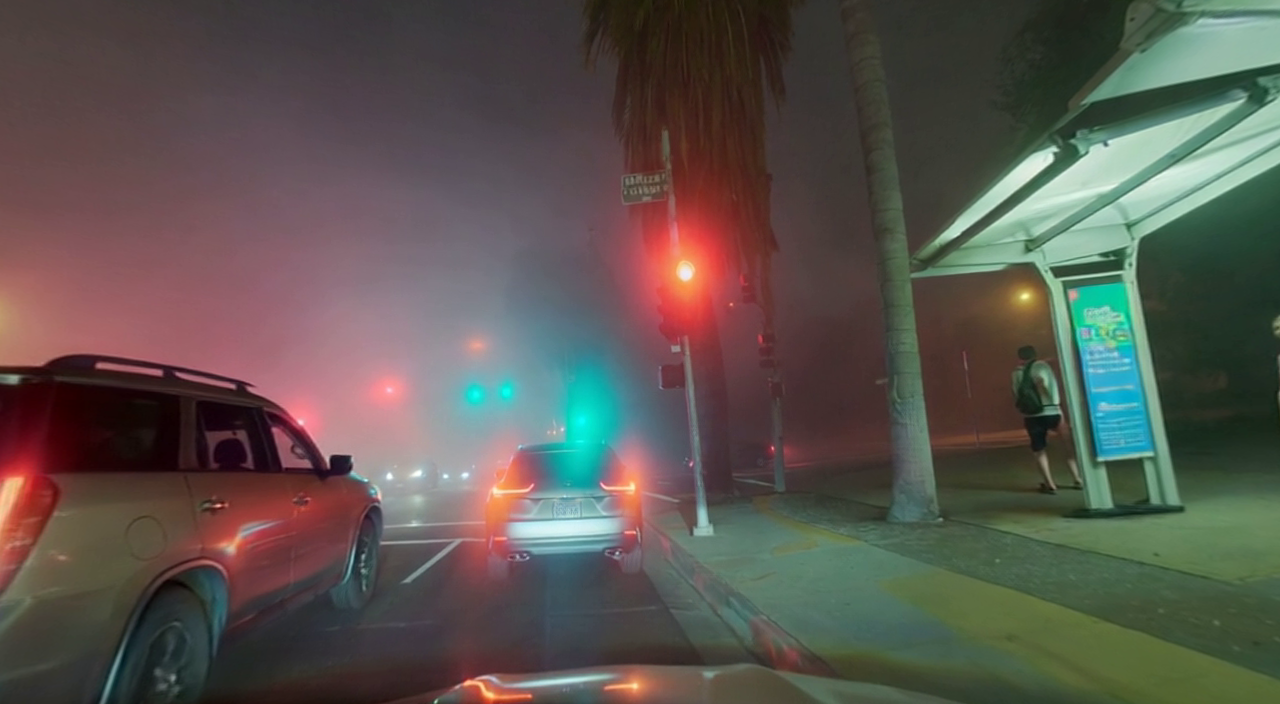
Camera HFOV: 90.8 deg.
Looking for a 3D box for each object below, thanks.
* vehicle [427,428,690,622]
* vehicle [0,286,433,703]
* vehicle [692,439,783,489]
[{"bbox_3d":[-0.983,1.675,7.186,2.065,1.467,4.289,1,-9,-10],"label":"vehicle"},{"bbox_3d":[-2.873,1.039,3.987,2.098,1.851,4.571,1,-9,-7],"label":"vehicle"},{"bbox_3d":[4.928,5.671,32.168,3.987,1.636,1.903,9,3,-10],"label":"vehicle"}]
